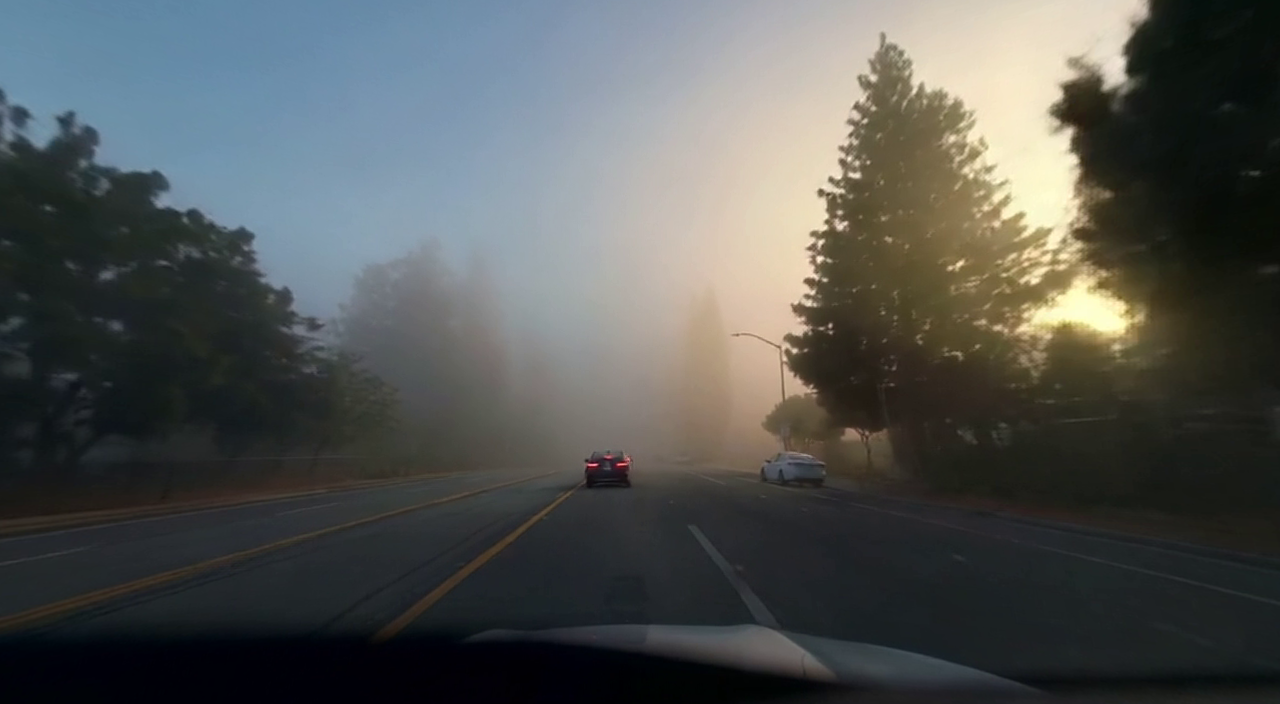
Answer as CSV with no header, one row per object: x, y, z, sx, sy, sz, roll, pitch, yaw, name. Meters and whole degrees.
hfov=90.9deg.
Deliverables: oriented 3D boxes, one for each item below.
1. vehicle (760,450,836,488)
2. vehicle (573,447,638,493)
6.785,5.064,27.658,2.164,1.511,4.571,0,-9,0,vehicle
-1.139,4.159,22.647,2.099,1.470,4.302,0,-9,-1,vehicle
